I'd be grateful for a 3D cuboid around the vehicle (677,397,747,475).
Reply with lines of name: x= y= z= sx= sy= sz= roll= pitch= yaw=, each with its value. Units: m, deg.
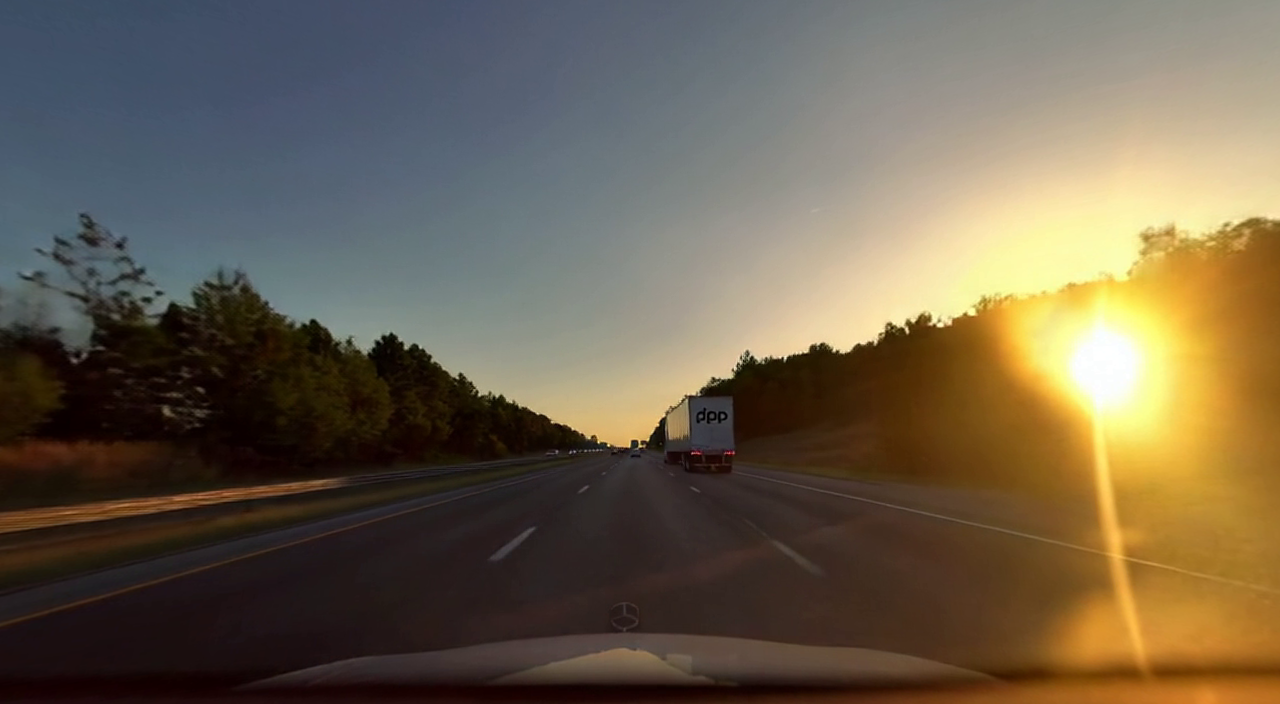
vehicle: x=3.897 y=4.894 z=36.118 sx=2.856 sy=3.933 sz=8.334 roll=0 pitch=-9 yaw=-1
